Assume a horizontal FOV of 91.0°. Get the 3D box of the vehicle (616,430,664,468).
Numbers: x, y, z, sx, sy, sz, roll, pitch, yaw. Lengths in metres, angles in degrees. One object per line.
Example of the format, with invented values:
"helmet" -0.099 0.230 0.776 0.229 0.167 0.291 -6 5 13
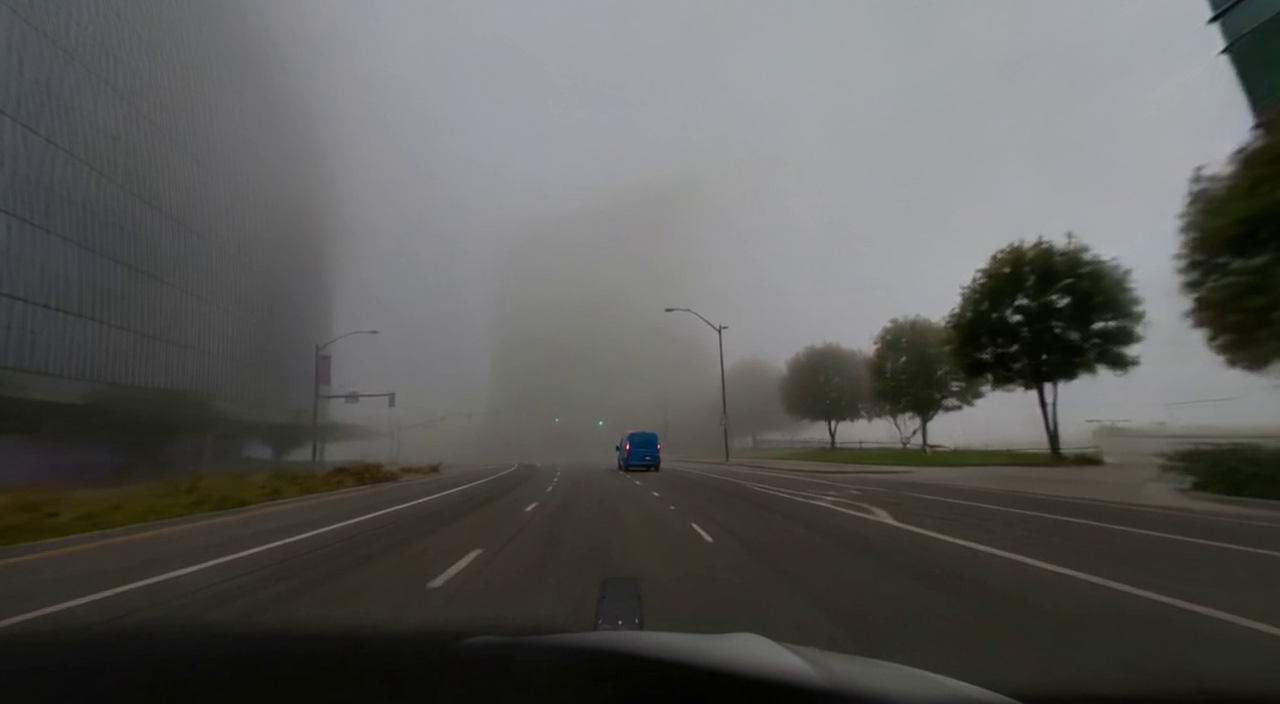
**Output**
"vehicle" -0.078 6.111 39.771 2.339 2.244 4.817 1 -8 -9
